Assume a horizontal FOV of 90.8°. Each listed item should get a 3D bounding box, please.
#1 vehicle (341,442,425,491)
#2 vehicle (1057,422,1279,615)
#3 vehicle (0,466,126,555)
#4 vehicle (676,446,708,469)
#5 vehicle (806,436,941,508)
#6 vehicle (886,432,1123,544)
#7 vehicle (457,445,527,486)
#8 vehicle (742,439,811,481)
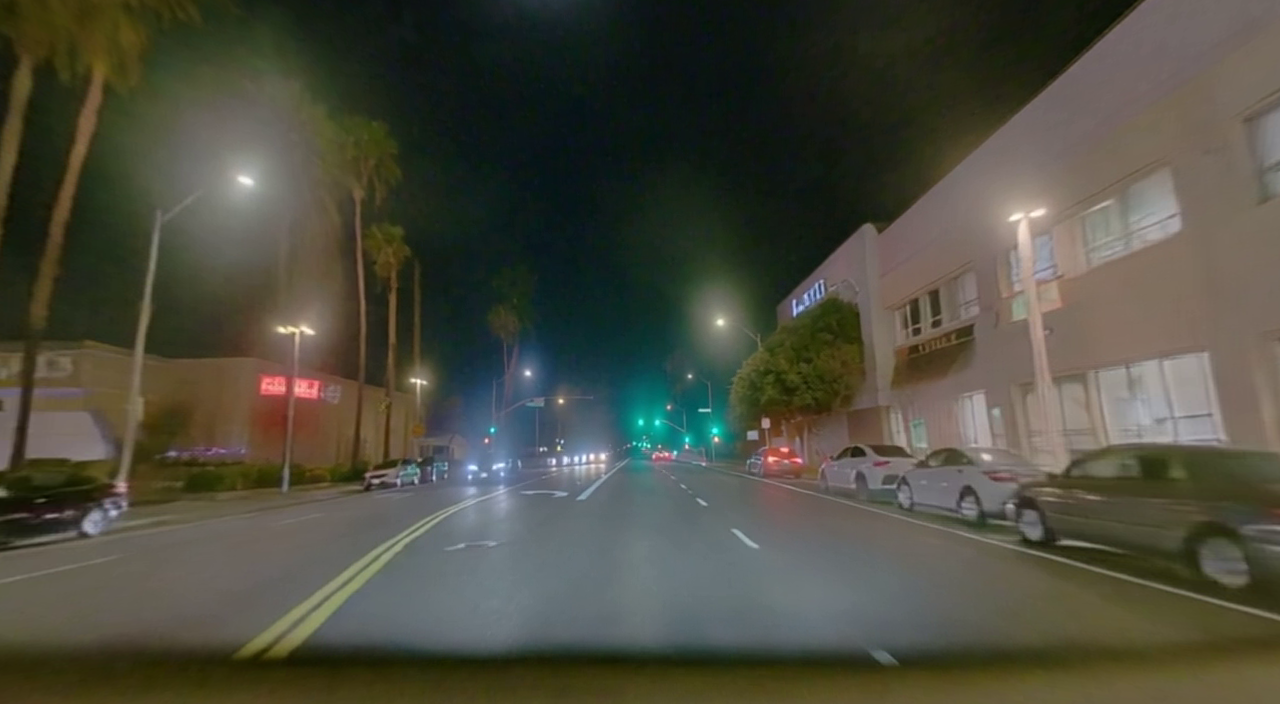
[{"bbox_3d":[-12.479,5.712,31.070,2.217,1.976,4.738,-1,-15,-2],"label":"vehicle"},{"bbox_3d":[6.605,1.579,6.300,1.861,1.695,4.283,0,-8,-1],"label":"vehicle"},{"bbox_3d":[-12.592,3.024,12.081,1.838,1.515,4.432,0,-8,-1],"label":"vehicle"},{"bbox_3d":[3.487,7.112,42.846,1.896,1.501,3.625,0,-8,1],"label":"vehicle"},{"bbox_3d":[6.492,3.352,18.253,1.966,1.790,4.646,0,-8,-2],"label":"vehicle"},{"bbox_3d":[6.608,2.465,12.213,1.846,1.739,4.525,0,-8,0],"label":"vehicle"},{"bbox_3d":[-6.033,4.651,26.208,2.010,1.538,3.871,0,-8,-1],"label":"vehicle"},{"bbox_3d":[6.606,5.266,31.254,2.128,1.887,5.602,0,-8,0],"label":"vehicle"}]
